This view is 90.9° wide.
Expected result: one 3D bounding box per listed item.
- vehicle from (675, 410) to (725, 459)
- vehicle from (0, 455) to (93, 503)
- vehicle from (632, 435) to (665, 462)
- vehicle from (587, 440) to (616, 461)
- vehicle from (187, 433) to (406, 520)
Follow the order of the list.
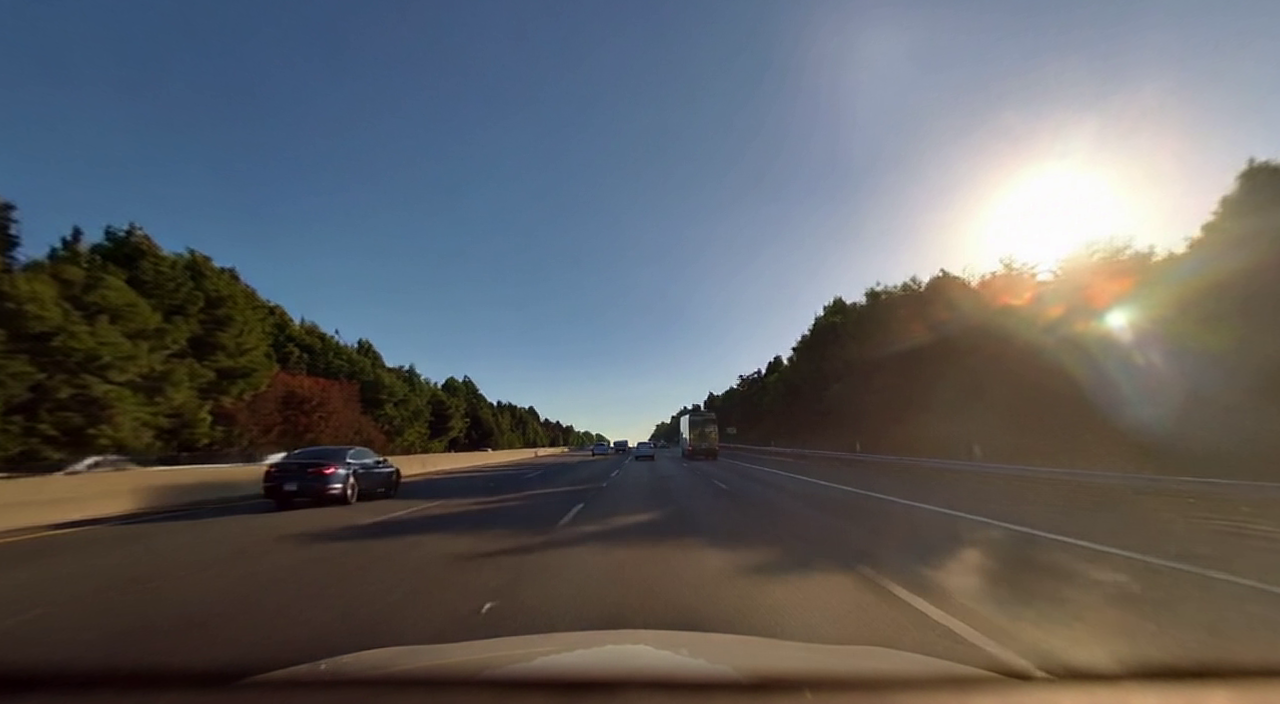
[{"bbox_3d":[4.574,6.650,49.973,2.855,3.423,9.485,0,-9,-1],"label":"vehicle"},{"bbox_3d":[-21.065,4.159,20.777,1.877,1.483,4.644,-1,-9,0],"label":"vehicle"},{"bbox_3d":[0.620,6.947,45.265,2.212,1.807,4.372,-1,-9,1],"label":"vehicle"},{"bbox_3d":[-2.983,7.737,49.588,2.025,1.571,3.662,-1,-9,1],"label":"vehicle"},{"bbox_3d":[-6.972,2.577,13.572,1.947,1.513,4.751,-1,-9,2],"label":"vehicle"}]
